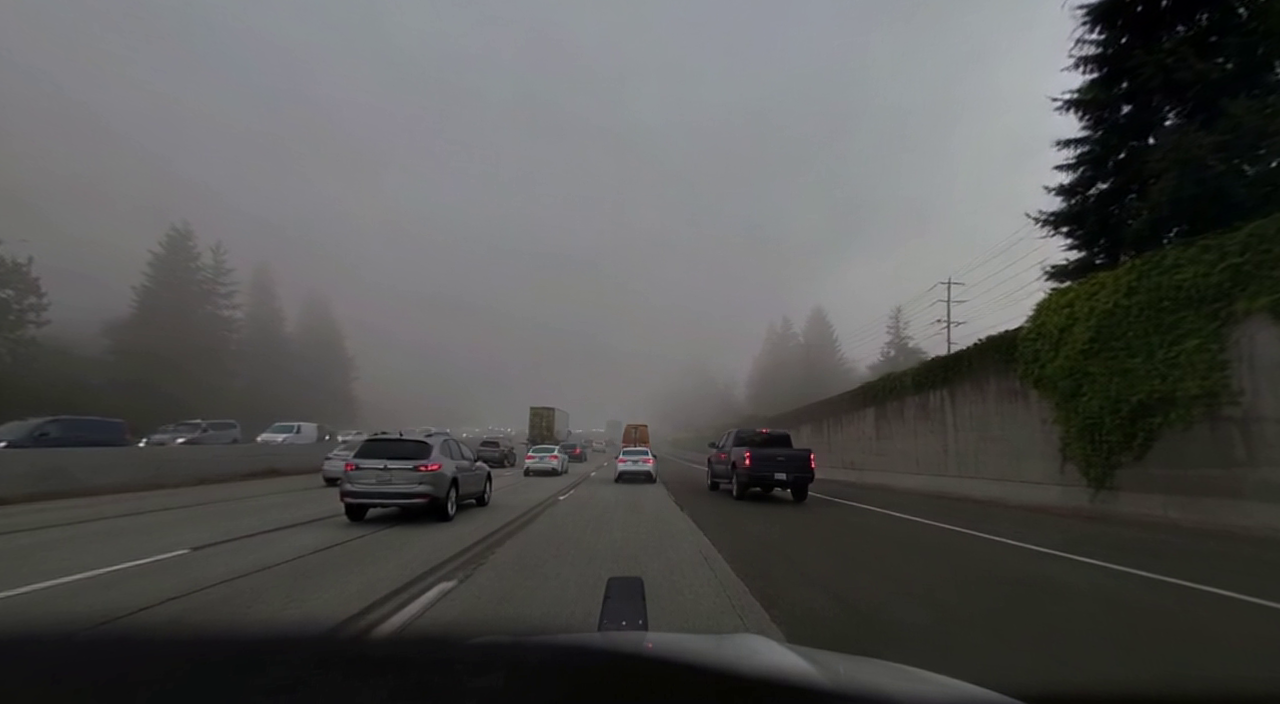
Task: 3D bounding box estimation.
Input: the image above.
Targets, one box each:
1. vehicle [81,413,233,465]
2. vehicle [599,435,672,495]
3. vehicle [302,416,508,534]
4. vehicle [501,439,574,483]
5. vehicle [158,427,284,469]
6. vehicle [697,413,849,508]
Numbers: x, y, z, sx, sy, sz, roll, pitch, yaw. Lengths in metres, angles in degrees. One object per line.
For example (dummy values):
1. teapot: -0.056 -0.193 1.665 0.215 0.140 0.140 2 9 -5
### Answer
1. vehicle: -20.481 3.766 27.190 2.071 1.972 5.676 0 -8 0
2. vehicle: -0.118 3.511 19.985 2.092 1.671 3.889 0 -8 0
3. vehicle: -3.938 2.141 11.586 2.026 1.719 4.490 0 -8 0
4. vehicle: -3.906 4.233 24.880 2.049 1.530 4.707 0 -8 1
5. vehicle: -16.717 3.868 25.504 2.076 1.526 4.437 0 -8 -1
6. vehicle: 3.258 2.869 17.158 2.793 2.132 5.682 0 -8 -1
